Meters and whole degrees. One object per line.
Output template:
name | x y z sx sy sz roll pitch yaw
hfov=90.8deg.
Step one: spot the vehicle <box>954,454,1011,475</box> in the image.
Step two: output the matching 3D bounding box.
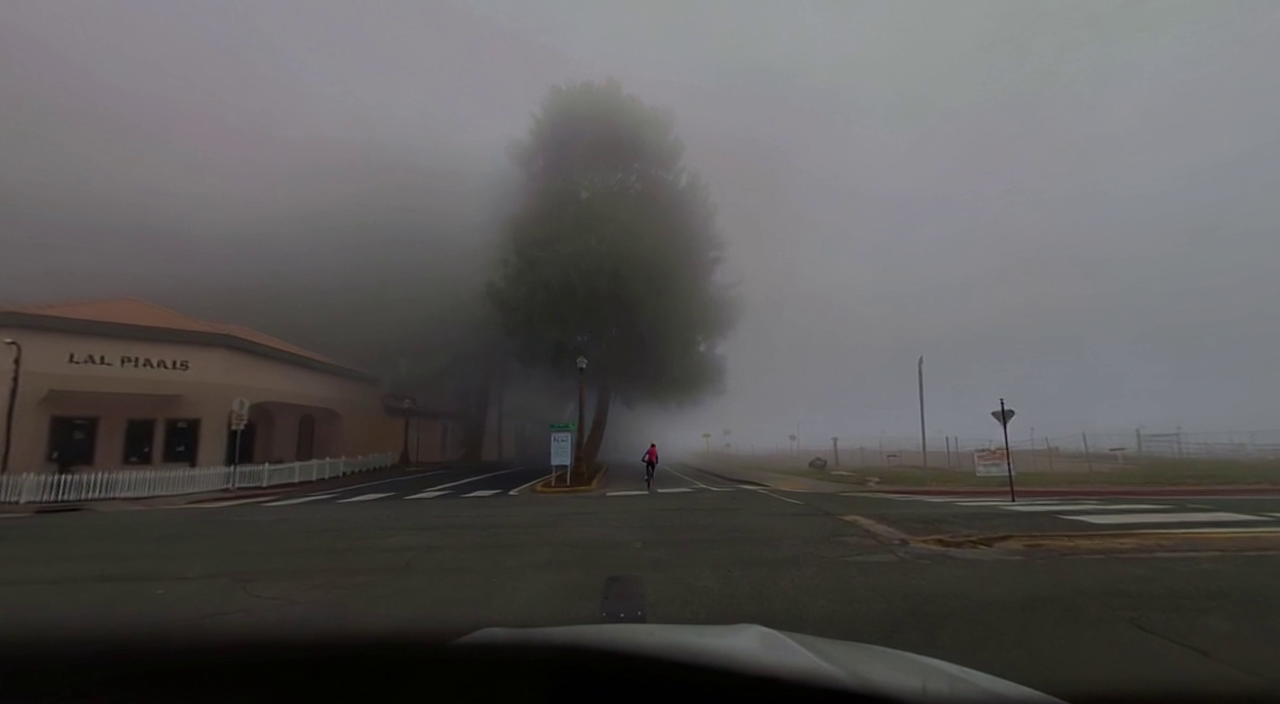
vehicle | 26.316 8.626 48.505 3.794 1.403 1.636 2 -8 -19
